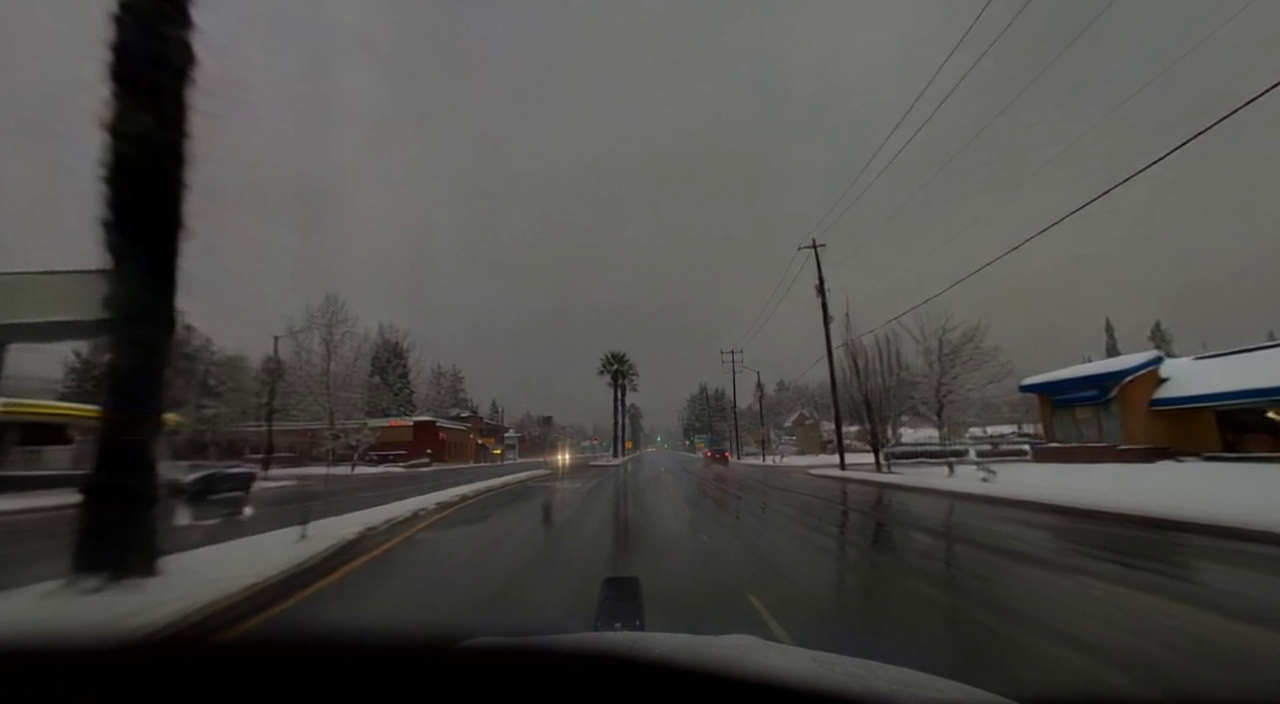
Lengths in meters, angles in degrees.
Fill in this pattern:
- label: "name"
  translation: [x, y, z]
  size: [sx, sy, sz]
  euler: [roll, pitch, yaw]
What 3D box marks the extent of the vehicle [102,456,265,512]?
- label: "vehicle"
  translation: [-14.405, 4.141, 20.357]
  size: [1.924, 1.528, 4.416]
  euler: [0, -9, 0]
